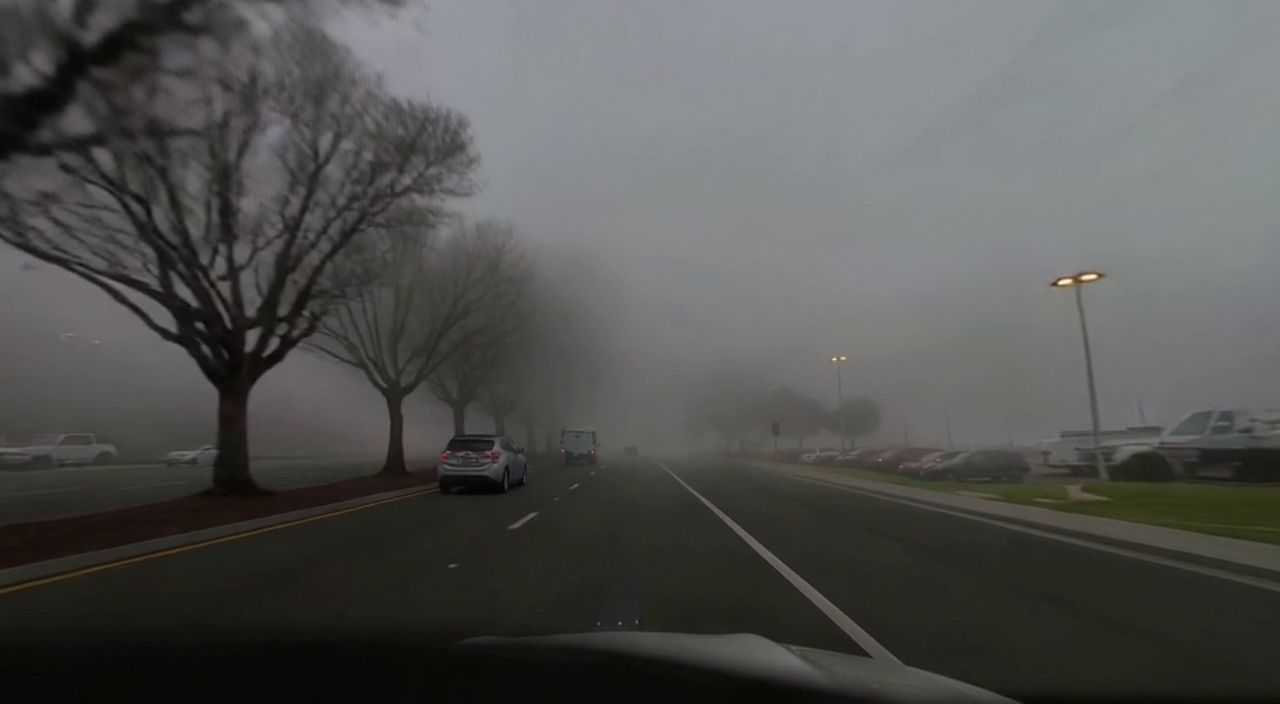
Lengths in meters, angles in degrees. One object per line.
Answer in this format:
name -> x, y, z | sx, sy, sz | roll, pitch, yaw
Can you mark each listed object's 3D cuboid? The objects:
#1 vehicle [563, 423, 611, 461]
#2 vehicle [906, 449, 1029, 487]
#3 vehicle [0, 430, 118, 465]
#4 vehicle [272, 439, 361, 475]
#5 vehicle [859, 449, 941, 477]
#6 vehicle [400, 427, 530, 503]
vehicle -> -3.700, 6.551, 45.723 | 2.917, 2.524, 6.990 | 0, -8, 0
vehicle -> 16.642, 5.909, 32.197 | 5.041, 1.803, 2.182 | -1, -9, 1
vehicle -> -43.612, 7.123, 47.065 | 7.001, 2.479, 2.370 | 0, -9, 2
vehicle -> -16.367, 5.326, 32.136 | 2.104, 1.689, 4.476 | 0, -8, 1
vehicle -> 16.722, 7.154, 40.647 | 4.413, 1.659, 1.913 | 0, -8, -1
vehicle -> -4.305, 2.843, 16.265 | 2.109, 1.672, 4.256 | 0, -8, 0
